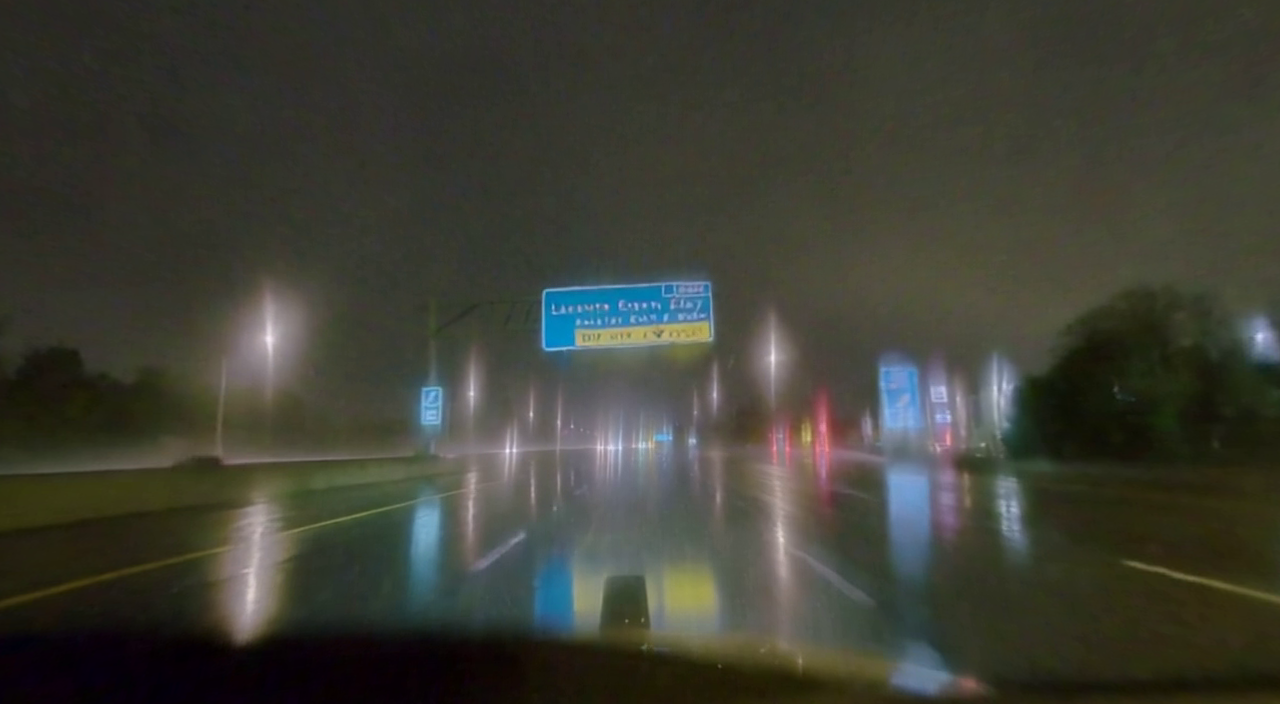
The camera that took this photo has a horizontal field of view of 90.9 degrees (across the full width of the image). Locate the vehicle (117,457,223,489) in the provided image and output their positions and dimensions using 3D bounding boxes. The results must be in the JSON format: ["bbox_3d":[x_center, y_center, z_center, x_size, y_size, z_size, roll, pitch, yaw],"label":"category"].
[{"bbox_3d":[-25.286,6.501,34.156,1.963,1.500,4.793,-1,-8,1],"label":"vehicle"}]
